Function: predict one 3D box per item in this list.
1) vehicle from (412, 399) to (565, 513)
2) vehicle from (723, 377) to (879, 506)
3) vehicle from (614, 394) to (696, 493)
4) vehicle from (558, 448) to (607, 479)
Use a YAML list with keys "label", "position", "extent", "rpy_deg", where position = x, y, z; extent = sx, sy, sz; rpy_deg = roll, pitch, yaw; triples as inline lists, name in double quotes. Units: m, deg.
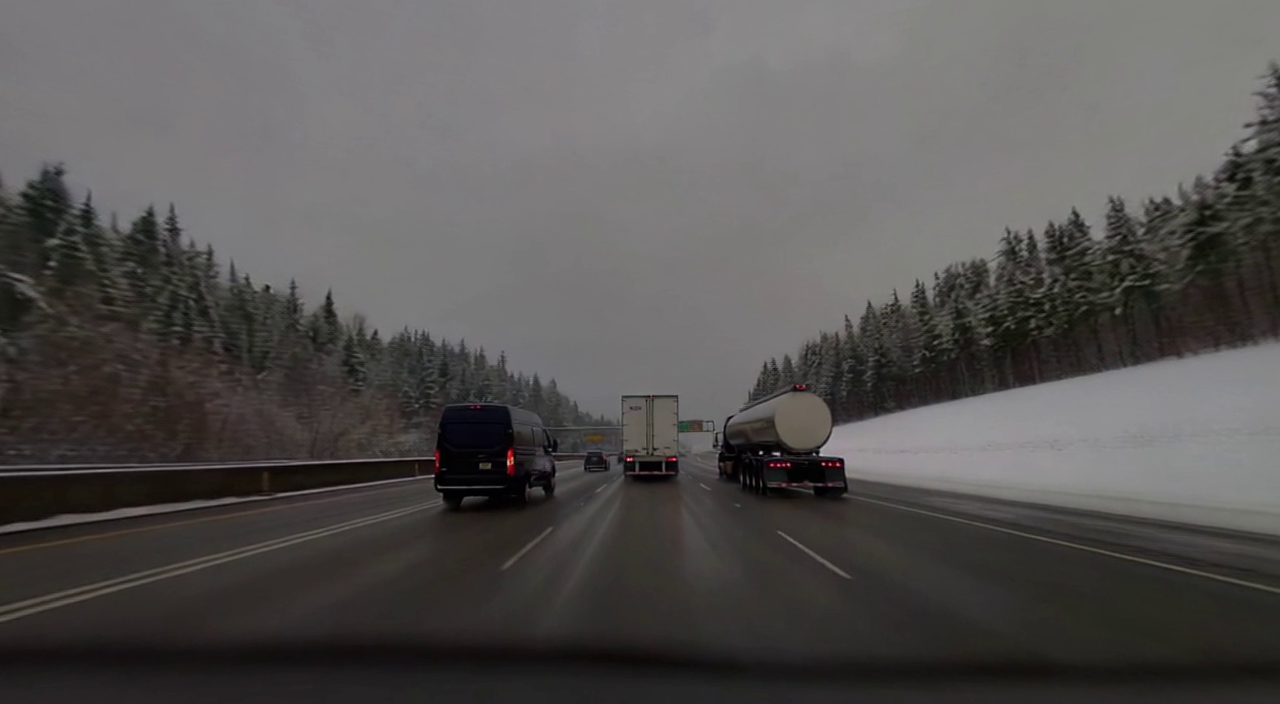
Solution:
- label: "vehicle"
  position: [-3.831, 2.874, 17.637]
  extent: [2.525, 2.572, 6.260]
  rpy_deg: [0, -9, 2]
- label: "vehicle"
  position: [5.150, 3.321, 23.023]
  extent: [2.706, 3.500, 11.483]
  rpy_deg: [0, -9, 0]
- label: "vehicle"
  position: [0.332, 3.983, 26.869]
  extent: [2.773, 3.455, 9.118]
  rpy_deg: [0, -9, -3]
- label: "vehicle"
  position: [-3.194, 6.308, 35.918]
  extent: [2.134, 1.652, 4.439]
  rpy_deg: [-1, -9, 3]
